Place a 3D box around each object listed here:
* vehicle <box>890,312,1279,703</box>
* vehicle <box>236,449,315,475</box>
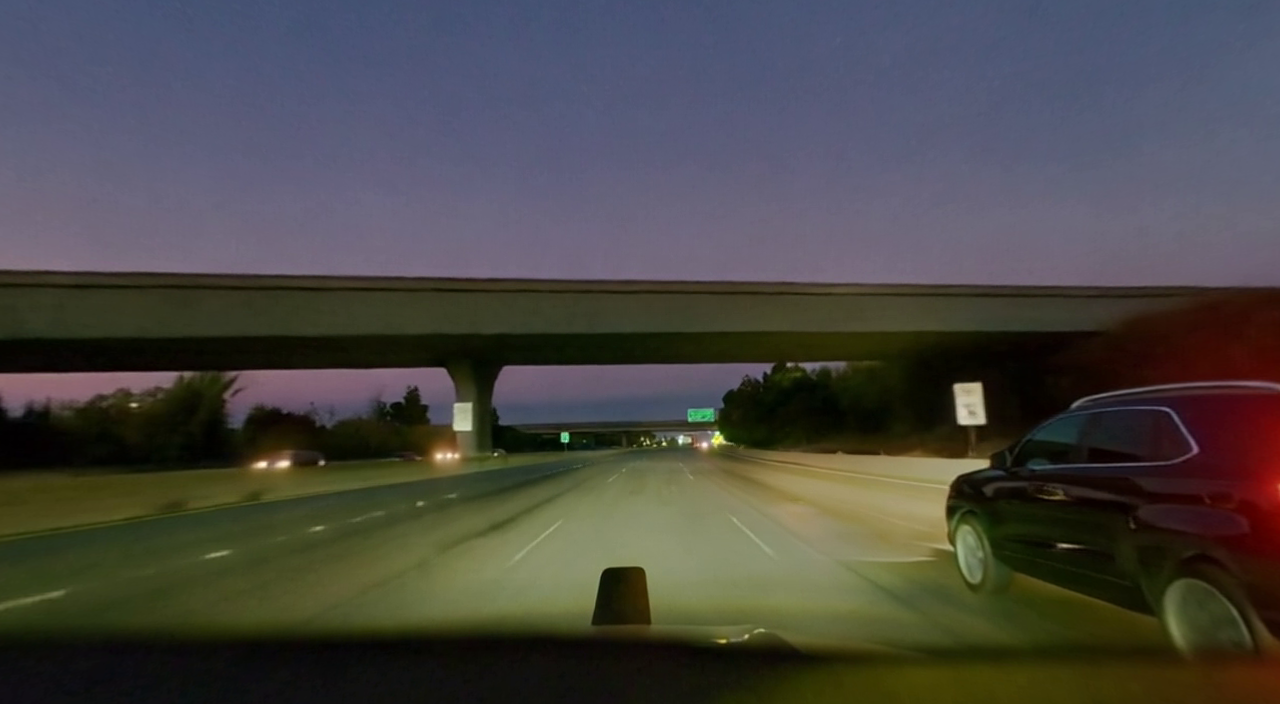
[{"bbox_3d":[3.527,0.955,4.022,2.019,1.732,4.579,0,-9,1],"label":"vehicle"},{"bbox_3d":[-26.471,7.998,46.018,2.082,1.711,5.080,-2,-9,10],"label":"vehicle"}]
